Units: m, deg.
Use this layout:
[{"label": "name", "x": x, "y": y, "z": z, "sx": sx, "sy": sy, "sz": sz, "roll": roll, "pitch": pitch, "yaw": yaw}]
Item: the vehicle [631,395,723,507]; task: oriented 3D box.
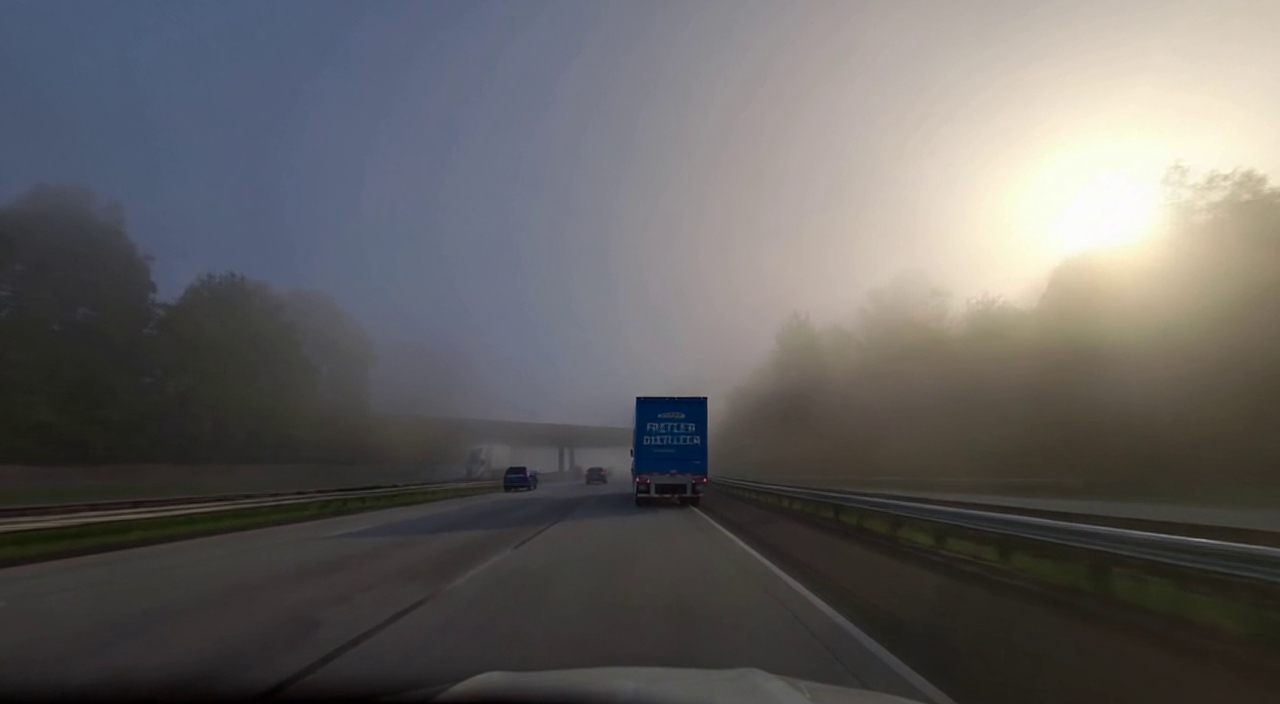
[{"label": "vehicle", "x": 1.226, "y": 4.272, "z": 26.597, "sx": 2.980, "sy": 3.834, "sz": 9.423, "roll": 1, "pitch": -10, "yaw": -2}]

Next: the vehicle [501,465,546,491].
[{"label": "vehicle", "x": -7.490, "y": 8.159, "z": 40.961, "sx": 1.955, "sy": 1.539, "sz": 4.650, "roll": 1, "pitch": -10, "yaw": 1}]
